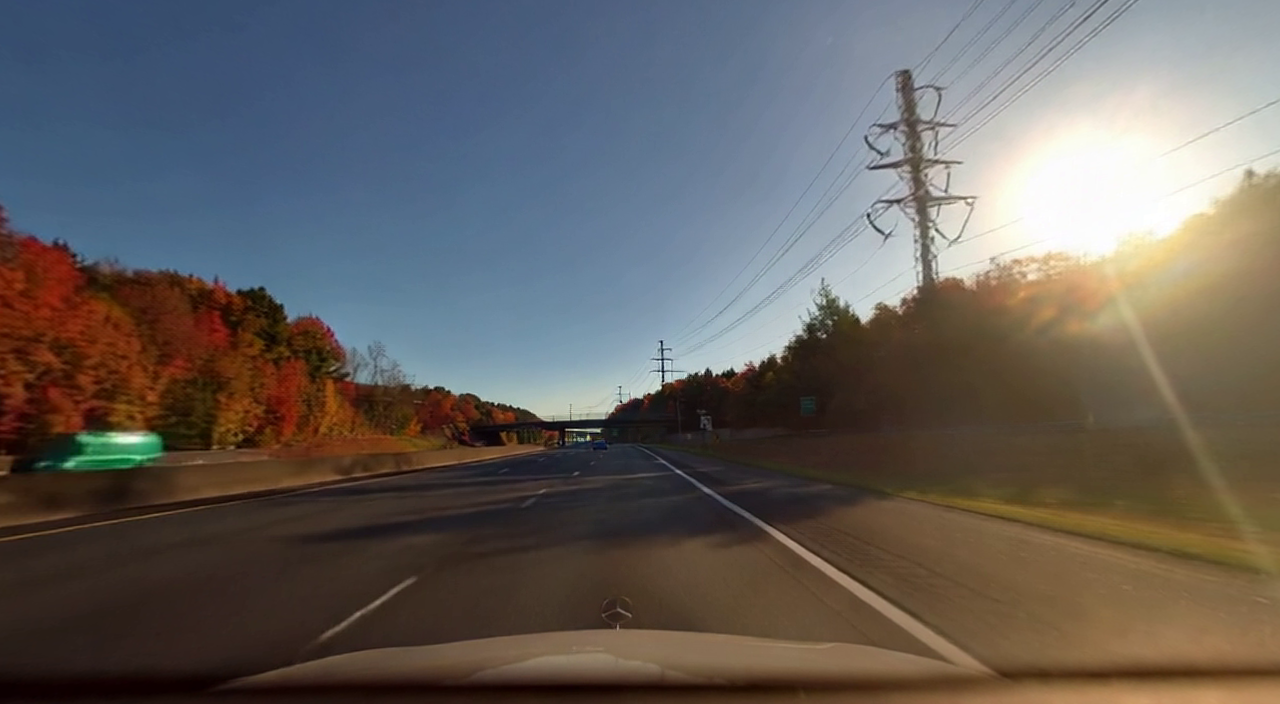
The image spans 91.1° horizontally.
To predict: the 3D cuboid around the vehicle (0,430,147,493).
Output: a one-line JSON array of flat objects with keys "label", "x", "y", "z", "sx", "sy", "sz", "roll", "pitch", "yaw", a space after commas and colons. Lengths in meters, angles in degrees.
[{"label": "vehicle", "x": -25.298, "y": 4.608, "z": 27.239, "sx": 2.379, "sy": 2.357, "sz": 6.741, "roll": 0, "pitch": -8, "yaw": 0}]
